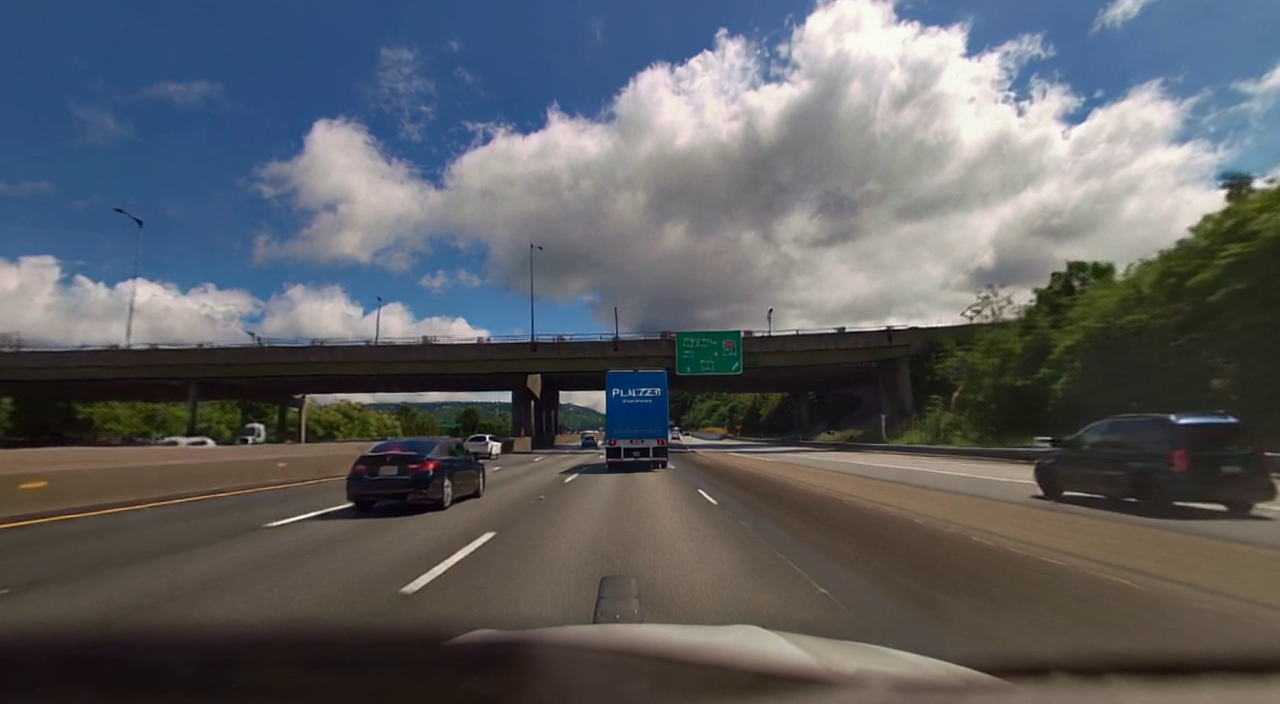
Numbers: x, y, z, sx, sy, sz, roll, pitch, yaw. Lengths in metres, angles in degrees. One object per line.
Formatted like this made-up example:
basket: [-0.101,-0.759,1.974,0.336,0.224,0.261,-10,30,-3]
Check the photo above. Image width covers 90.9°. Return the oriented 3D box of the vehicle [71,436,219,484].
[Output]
vehicle: [-16.662,3.616,21.522,1.800,1.448,4.094,0,-8,-2]

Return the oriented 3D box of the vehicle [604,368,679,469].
vehicle: [-0.114,3.390,30.568,2.926,3.959,11.818,0,-8,-2]

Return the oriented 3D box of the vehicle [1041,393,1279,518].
vehicle: [9.976,1.845,11.637,2.052,1.841,4.481,0,-8,-2]

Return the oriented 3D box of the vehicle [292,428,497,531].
vehicle: [-3.979,2.101,11.097,1.943,1.446,4.158,0,-8,0]
